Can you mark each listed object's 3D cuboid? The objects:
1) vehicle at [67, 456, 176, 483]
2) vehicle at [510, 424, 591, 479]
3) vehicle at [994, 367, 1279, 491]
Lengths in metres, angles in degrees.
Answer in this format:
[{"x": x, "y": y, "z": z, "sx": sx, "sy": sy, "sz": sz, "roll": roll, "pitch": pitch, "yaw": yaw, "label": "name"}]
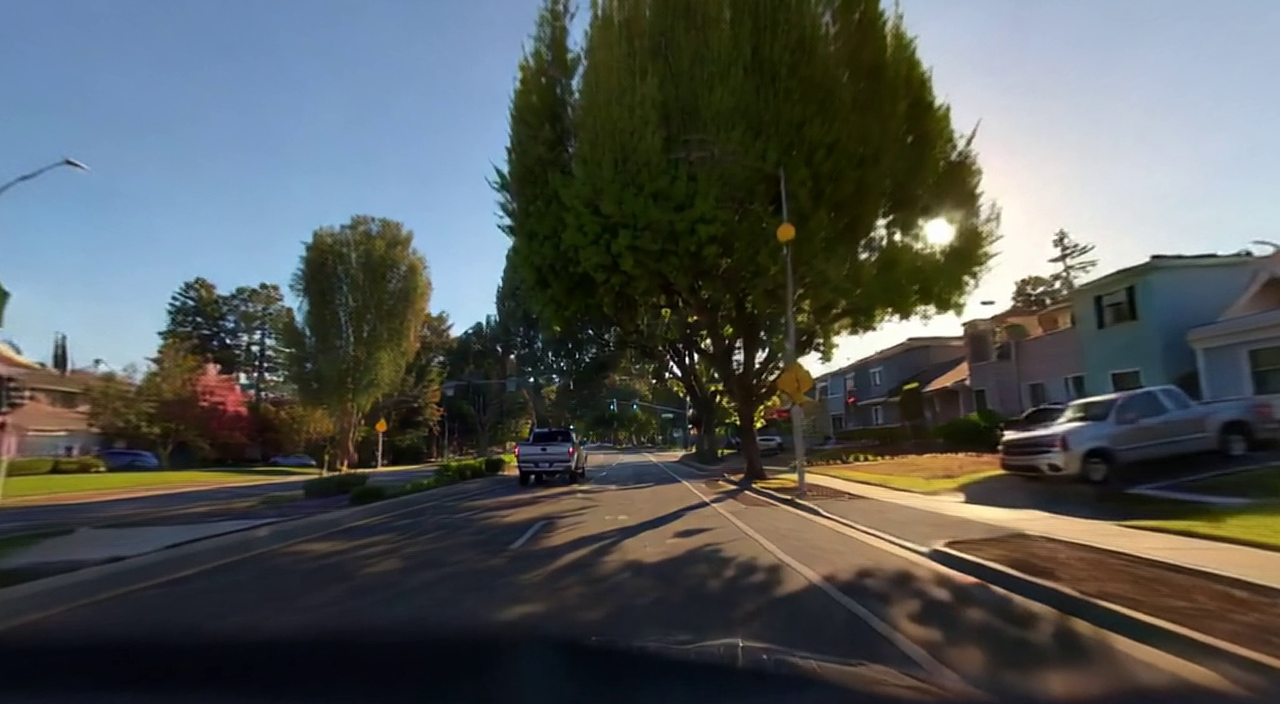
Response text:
[{"x": -30.268, "y": 6.846, "z": 37.005, "sx": 4.506, "sy": 1.453, "sz": 2.108, "roll": 0, "pitch": -9, "yaw": 0, "label": "vehicle"}, {"x": -3.508, "y": 4.103, "z": 26.168, "sx": 2.508, "sy": 2.001, "sz": 5.880, "roll": 0, "pitch": -9, "yaw": 0, "label": "vehicle"}, {"x": 10.068, "y": 1.468, "z": 12.384, "sx": 4.882, "sy": 1.839, "sz": 2.243, "roll": -4, "pitch": -8, "yaw": -9, "label": "vehicle"}]
